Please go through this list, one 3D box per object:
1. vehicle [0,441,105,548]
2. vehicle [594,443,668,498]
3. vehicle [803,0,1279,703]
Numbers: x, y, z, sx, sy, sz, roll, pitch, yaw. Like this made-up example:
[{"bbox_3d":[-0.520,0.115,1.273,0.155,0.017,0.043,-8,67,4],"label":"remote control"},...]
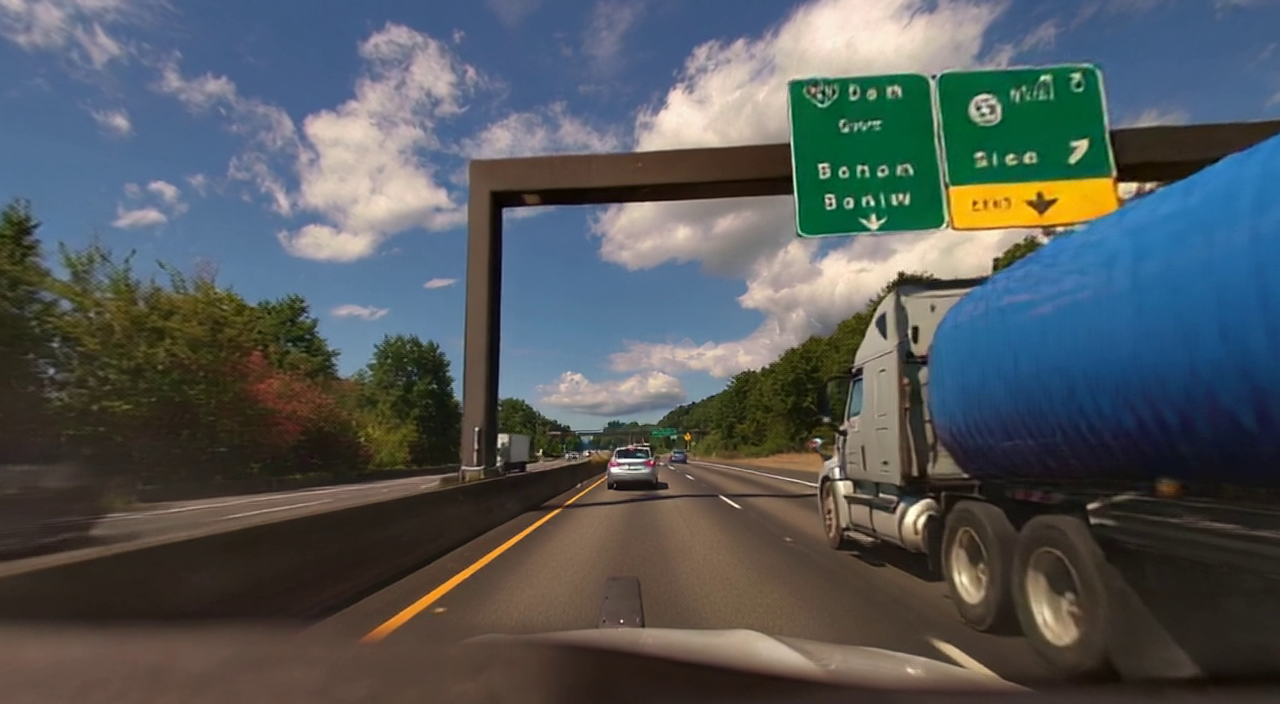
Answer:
[{"bbox_3d":[-12.037,2.422,10.637,2.063,1.828,4.416,0,-9,1],"label":"vehicle"},{"bbox_3d":[-0.242,3.525,19.101,2.003,1.490,3.636,0,-9,0],"label":"vehicle"},{"bbox_3d":[3.865,0.205,5.755,3.001,3.728,5.947,0,-9,-1],"label":"vehicle"}]
